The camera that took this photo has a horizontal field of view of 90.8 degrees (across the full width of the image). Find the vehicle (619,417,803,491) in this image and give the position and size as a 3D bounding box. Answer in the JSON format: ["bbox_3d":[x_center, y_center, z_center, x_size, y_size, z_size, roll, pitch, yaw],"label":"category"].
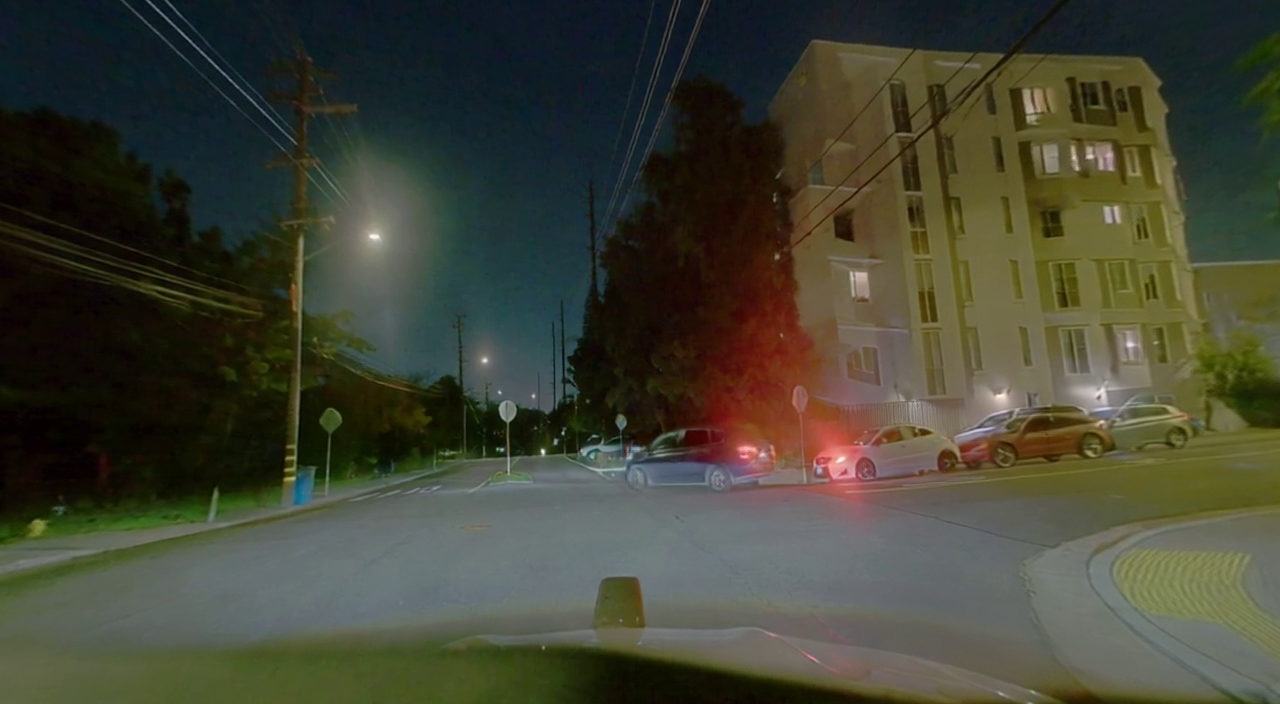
[{"bbox_3d":[1.983,2.932,18.331,4.790,1.872,2.155,-6,-10,33],"label":"vehicle"}]

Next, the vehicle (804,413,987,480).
[{"bbox_3d":[7.907,2.979,19.775,4.877,1.755,1.918,-1,-11,-11],"label":"vehicle"}]

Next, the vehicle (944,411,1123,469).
[{"bbox_3d":[12.915,2.913,20.861,4.830,1.490,1.878,-2,-11,-11],"label":"vehicle"}]

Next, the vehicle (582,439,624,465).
[{"bbox_3d":[-2.328,6.158,38.874,1.918,1.475,4.060,2,-9,-12],"label":"vehicle"}]
